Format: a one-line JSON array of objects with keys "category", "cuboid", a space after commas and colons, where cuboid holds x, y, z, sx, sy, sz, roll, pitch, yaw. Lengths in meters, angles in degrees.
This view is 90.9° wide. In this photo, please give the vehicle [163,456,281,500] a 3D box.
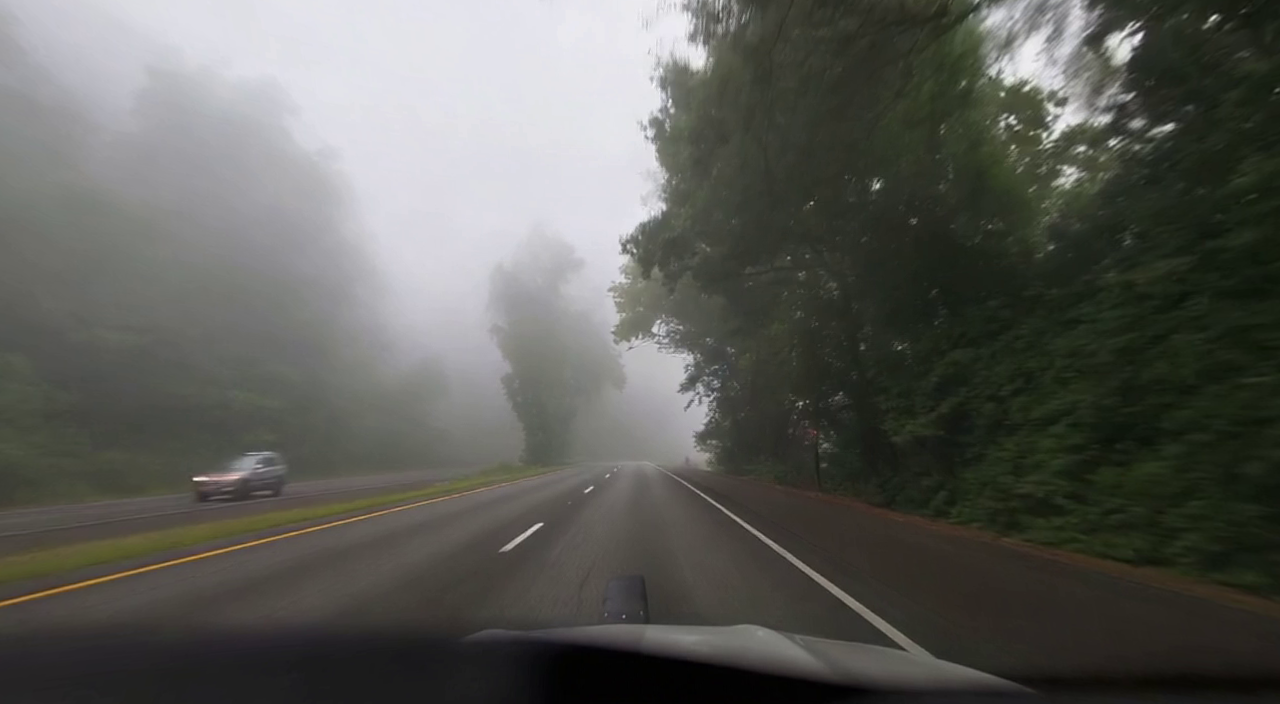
[{"category": "vehicle", "cuboid": [-17.502, 5.275, 26.694, 1.952, 1.622, 4.412, 0, -9, 0]}]
